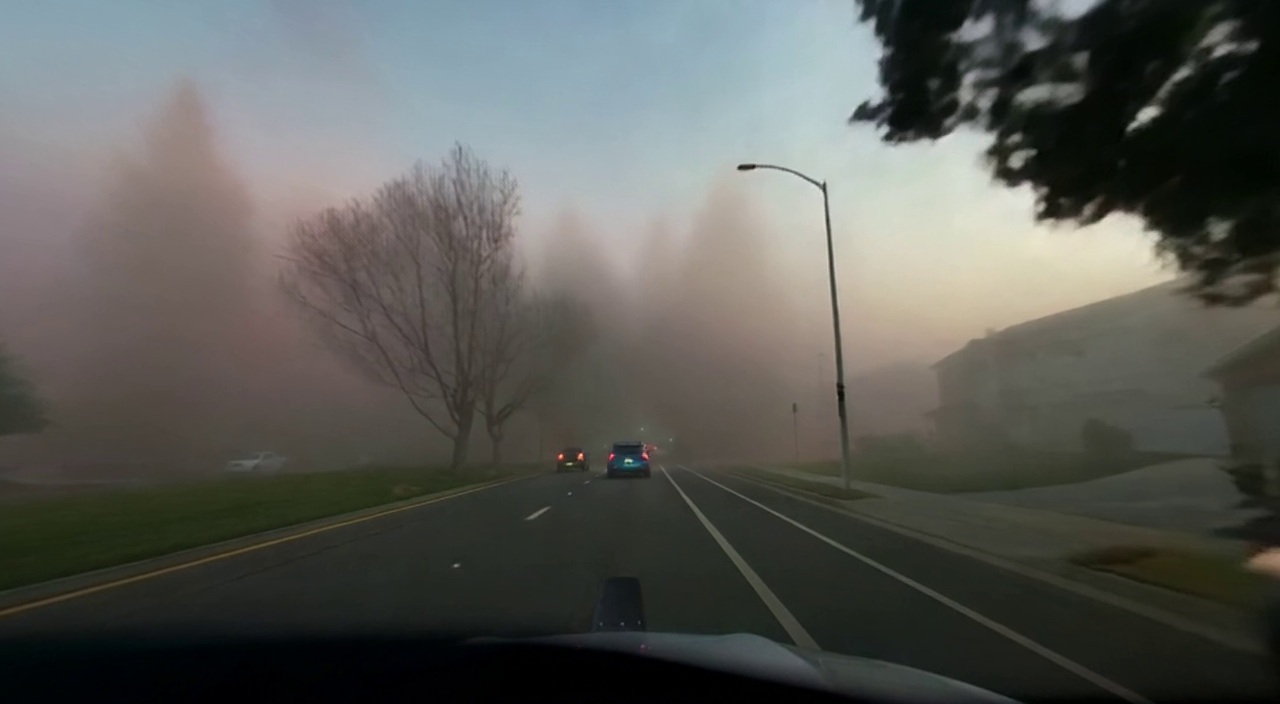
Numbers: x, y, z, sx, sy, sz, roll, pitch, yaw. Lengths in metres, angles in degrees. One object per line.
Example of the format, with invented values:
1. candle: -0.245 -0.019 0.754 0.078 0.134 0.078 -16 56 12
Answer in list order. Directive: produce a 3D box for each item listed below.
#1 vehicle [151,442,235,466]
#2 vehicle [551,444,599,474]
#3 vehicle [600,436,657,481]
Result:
1. vehicle: -33.095 7.585 46.566 4.564 1.717 1.977 0 -9 -1
2. vehicle: -3.381 5.662 33.495 2.032 1.433 4.458 0 -9 1
3. vehicle: -0.441 4.472 26.546 2.220 1.742 4.047 0 -9 0
